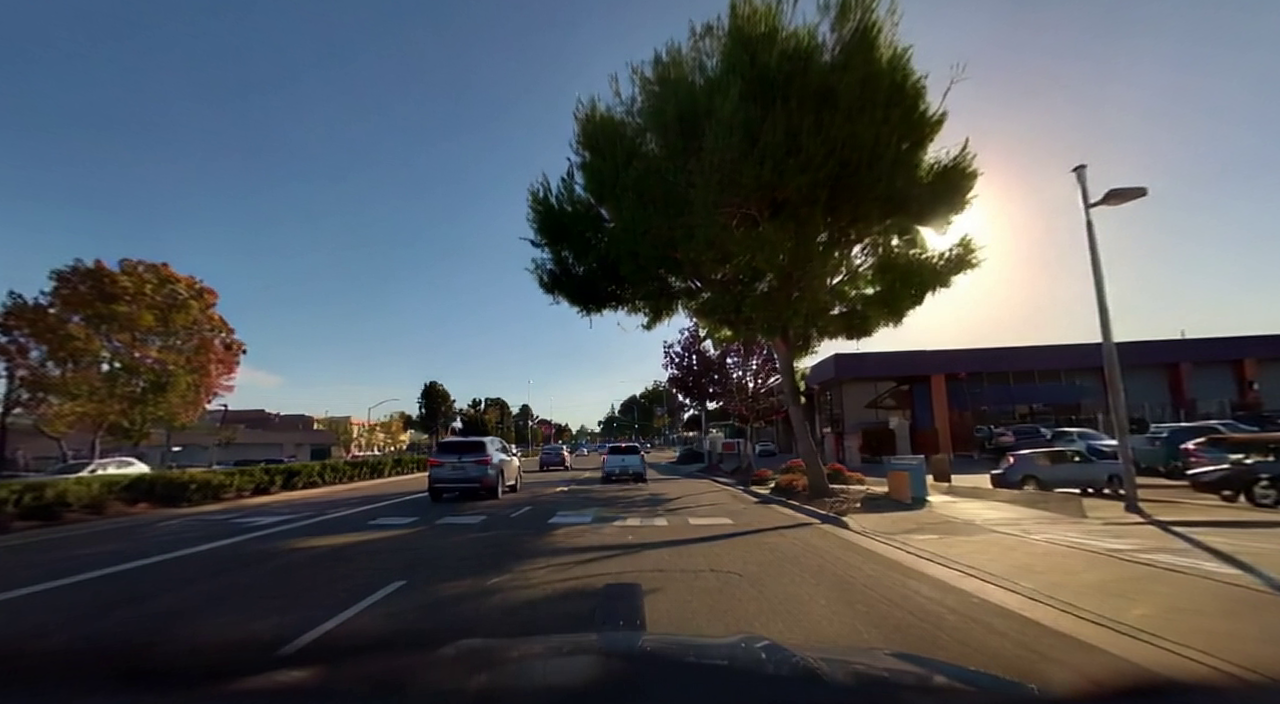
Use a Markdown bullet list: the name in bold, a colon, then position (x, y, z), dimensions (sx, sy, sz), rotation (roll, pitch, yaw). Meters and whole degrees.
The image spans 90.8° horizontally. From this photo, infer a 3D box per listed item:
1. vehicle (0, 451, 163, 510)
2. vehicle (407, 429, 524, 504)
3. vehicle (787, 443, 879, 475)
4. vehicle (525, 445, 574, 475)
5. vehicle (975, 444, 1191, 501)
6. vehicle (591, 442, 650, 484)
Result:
- **vehicle**: position (-22.806, 5.129, 25.813), dimensions (2.221, 2.017, 5.861), rotation (-2, -8, -2)
- **vehicle**: position (-4.691, 3.136, 17.726), dimensions (2.096, 1.807, 4.413), rotation (0, -8, -1)
- **vehicle**: position (12.127, 6.714, 39.961), dimensions (5.102, 1.889, 2.038), rotation (0, -8, -4)
- **vehicle**: position (-4.776, 5.787, 34.113), dimensions (1.973, 1.456, 4.850), rotation (0, -9, 0)
- **vehicle**: position (13.357, 3.641, 19.383), dimensions (4.877, 1.603, 2.197), rotation (-1, -8, 4)
- **vehicle**: position (-0.743, 4.222, 24.301), dimensions (2.061, 1.469, 3.954), rotation (0, -8, -2)
